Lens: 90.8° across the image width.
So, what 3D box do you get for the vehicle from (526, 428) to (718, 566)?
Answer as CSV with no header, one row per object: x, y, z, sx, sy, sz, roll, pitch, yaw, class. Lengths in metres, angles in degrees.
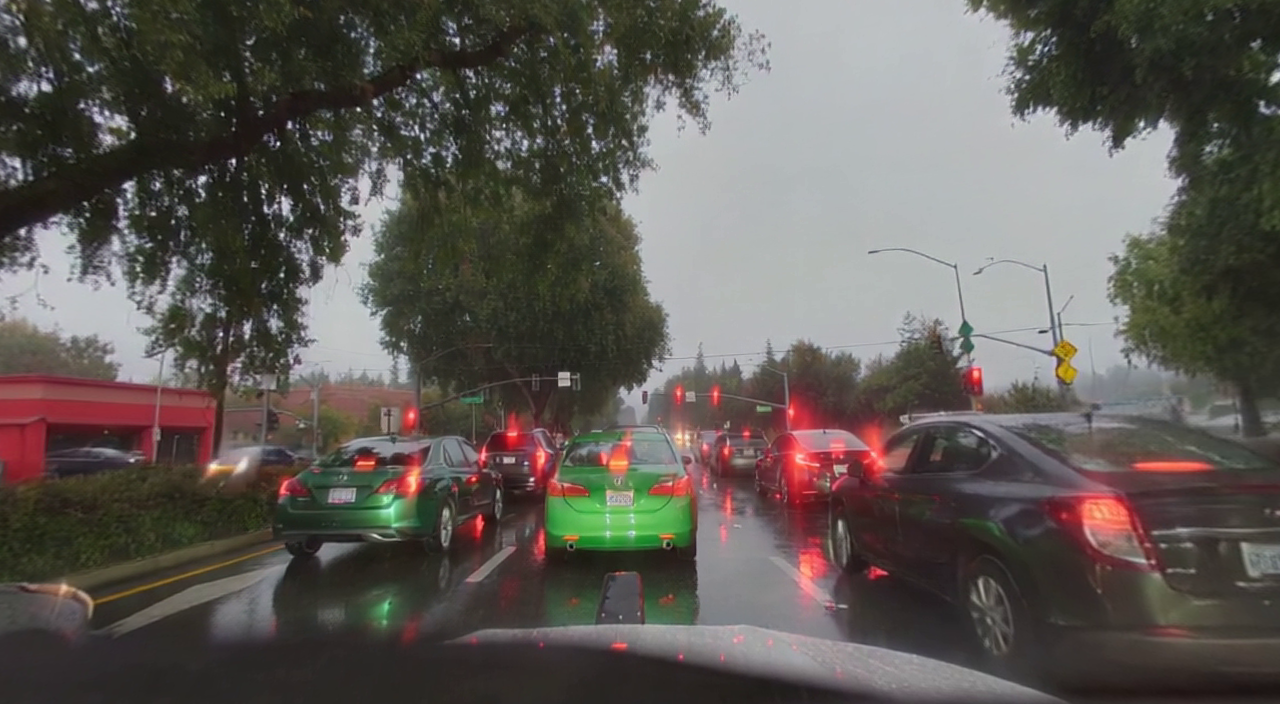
-0.201,1.838,8.722,2.041,1.450,3.847,0,-8,0,vehicle

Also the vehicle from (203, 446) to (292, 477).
-20.311,5.659,32.941,2.075,1.445,4.597,1,-8,-6,vehicle

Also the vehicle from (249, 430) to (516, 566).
-3.200,1.887,8.947,1.917,1.441,4.128,-1,-8,2,vehicle

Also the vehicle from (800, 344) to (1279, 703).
3.001,1.151,4.853,2.196,1.676,4.865,0,-8,-1,vehicle

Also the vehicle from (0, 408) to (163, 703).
-3.359,0.715,0.826,1.863,1.448,4.697,0,-8,-1,vehicle
